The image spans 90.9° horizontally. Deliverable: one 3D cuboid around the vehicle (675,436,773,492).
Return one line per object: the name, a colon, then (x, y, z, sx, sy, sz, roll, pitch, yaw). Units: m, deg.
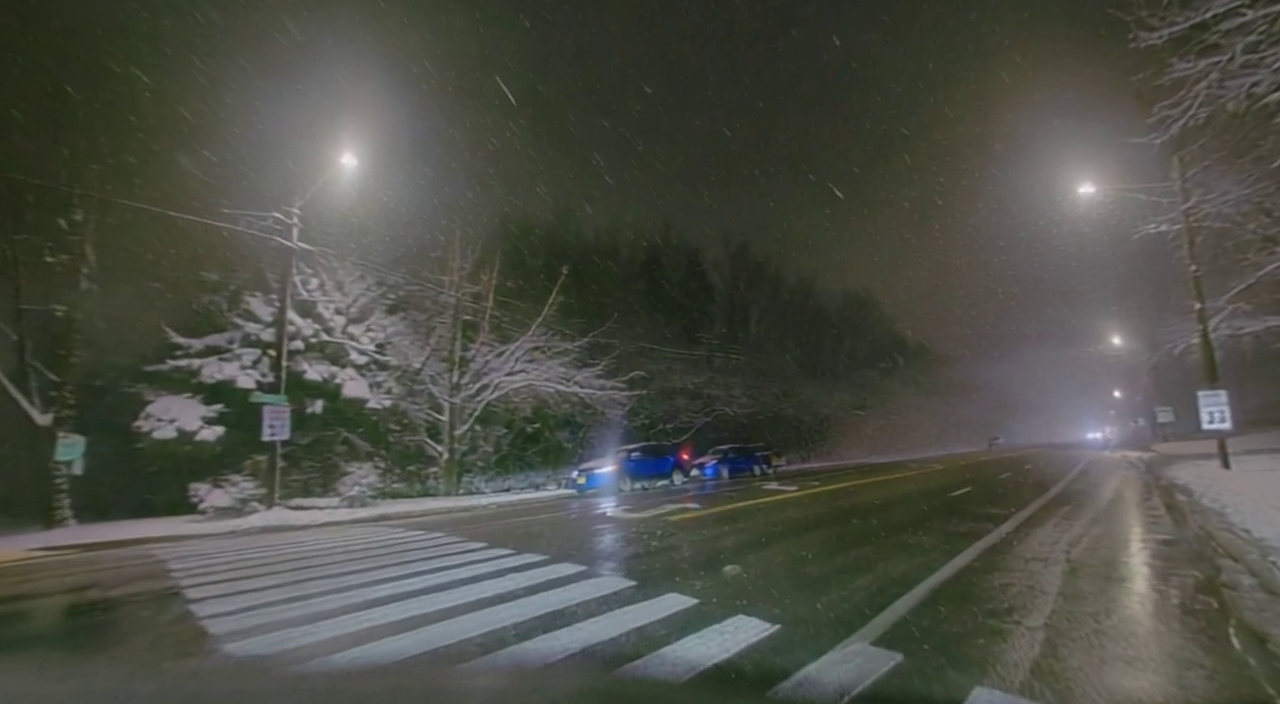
vehicle: (3.792, 4.917, 27.956, 2.087, 1.700, 4.467, -11, -6, 38)

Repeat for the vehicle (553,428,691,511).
vehicle: (-0.483, 4.130, 22.707, 2.159, 1.959, 5.179, -11, -5, 33)
